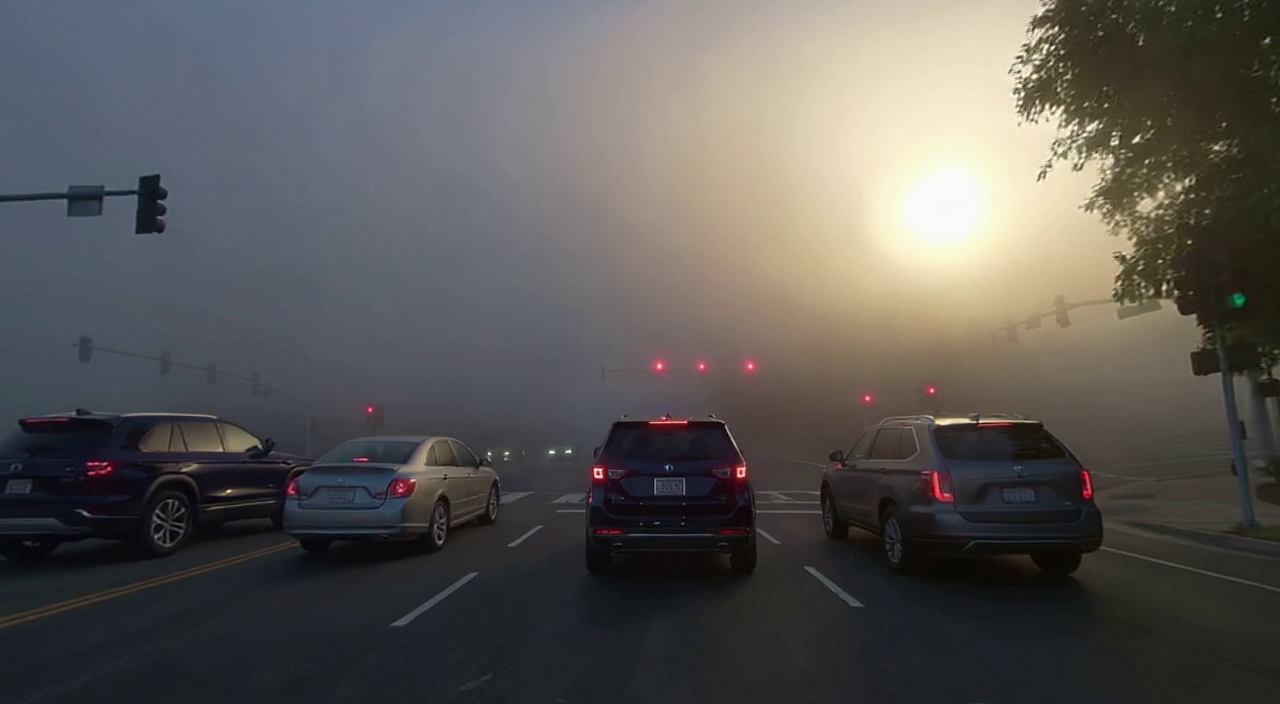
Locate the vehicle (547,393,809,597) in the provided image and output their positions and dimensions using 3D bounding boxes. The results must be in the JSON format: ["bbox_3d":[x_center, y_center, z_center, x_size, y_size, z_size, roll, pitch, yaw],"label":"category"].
[{"bbox_3d":[0.396,1.515,7.488,2.198,1.708,4.170,0,-8,2],"label":"vehicle"}]

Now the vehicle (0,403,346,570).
[{"bbox_3d":[-6.634,1.816,9.321,2.075,1.796,4.785,0,-8,2],"label":"vehicle"}]

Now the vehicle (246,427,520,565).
[{"bbox_3d":[-3.236,1.887,9.104,1.885,1.475,4.359,-1,-8,4],"label":"vehicle"}]

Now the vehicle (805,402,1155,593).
[{"bbox_3d":[3.530,1.587,7.746,2.047,1.638,4.395,-1,-8,4],"label":"vehicle"}]
